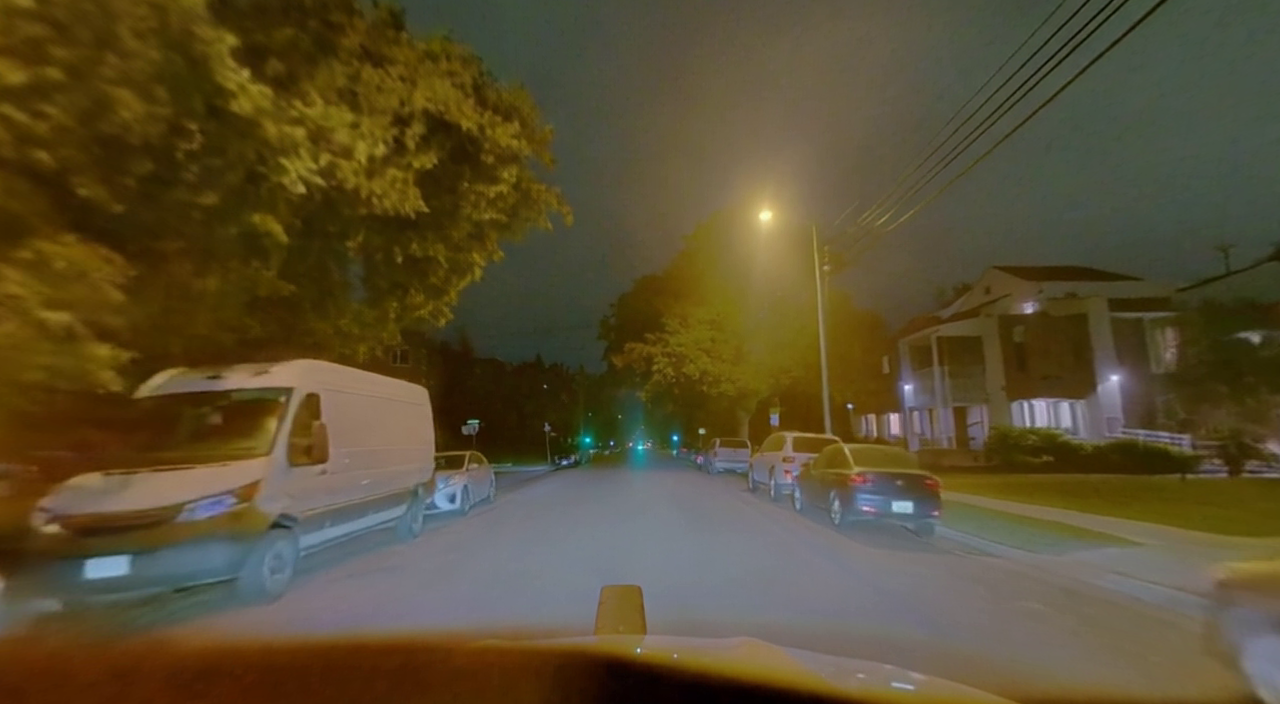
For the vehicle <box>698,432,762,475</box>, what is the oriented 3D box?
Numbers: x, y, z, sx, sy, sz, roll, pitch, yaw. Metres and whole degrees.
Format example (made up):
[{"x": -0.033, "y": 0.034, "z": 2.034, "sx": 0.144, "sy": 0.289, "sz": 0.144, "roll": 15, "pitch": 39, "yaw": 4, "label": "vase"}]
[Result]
[{"x": 4.186, "y": 4.851, "z": 30.225, "sx": 2.215, "sy": 1.897, "sz": 5.131, "roll": 0, "pitch": -8, "yaw": -1, "label": "vehicle"}]

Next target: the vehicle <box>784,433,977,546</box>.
[{"x": 4.056, "y": 2.338, "z": 11.486, "sx": 1.839, "sy": 1.520, "sz": 4.498, "roll": 3, "pitch": -8, "yaw": 1, "label": "vehicle"}]

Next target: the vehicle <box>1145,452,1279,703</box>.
[{"x": 4.110, "y": 1.031, "z": 1.749, "sx": 1.846, "sy": 1.351, "sz": 4.272, "roll": 3, "pitch": -8, "yaw": -1, "label": "vehicle"}]

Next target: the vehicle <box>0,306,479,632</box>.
[{"x": -4.347, "y": 1.419, "z": 8.307, "sx": 2.470, "sy": 2.613, "sz": 5.989, "roll": -4, "pitch": -9, "yaw": 4, "label": "vehicle"}]

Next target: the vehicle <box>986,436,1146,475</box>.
[{"x": 16.524, "y": 4.033, "z": 24.586, "sx": 4.700, "sy": 1.440, "sz": 2.058, "roll": 0, "pitch": -8, "yaw": 3, "label": "vehicle"}]

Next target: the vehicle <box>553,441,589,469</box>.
[{"x": -4.408, "y": 6.633, "z": 40.701, "sx": 1.870, "sy": 1.562, "sz": 4.212, "roll": -3, "pitch": -8, "yaw": -2, "label": "vehicle"}]

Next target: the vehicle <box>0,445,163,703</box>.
[{"x": -4.849, "y": 1.213, "z": 2.497, "sx": 2.023, "sy": 1.568, "sz": 4.942, "roll": -3, "pitch": -9, "yaw": 1, "label": "vehicle"}]
